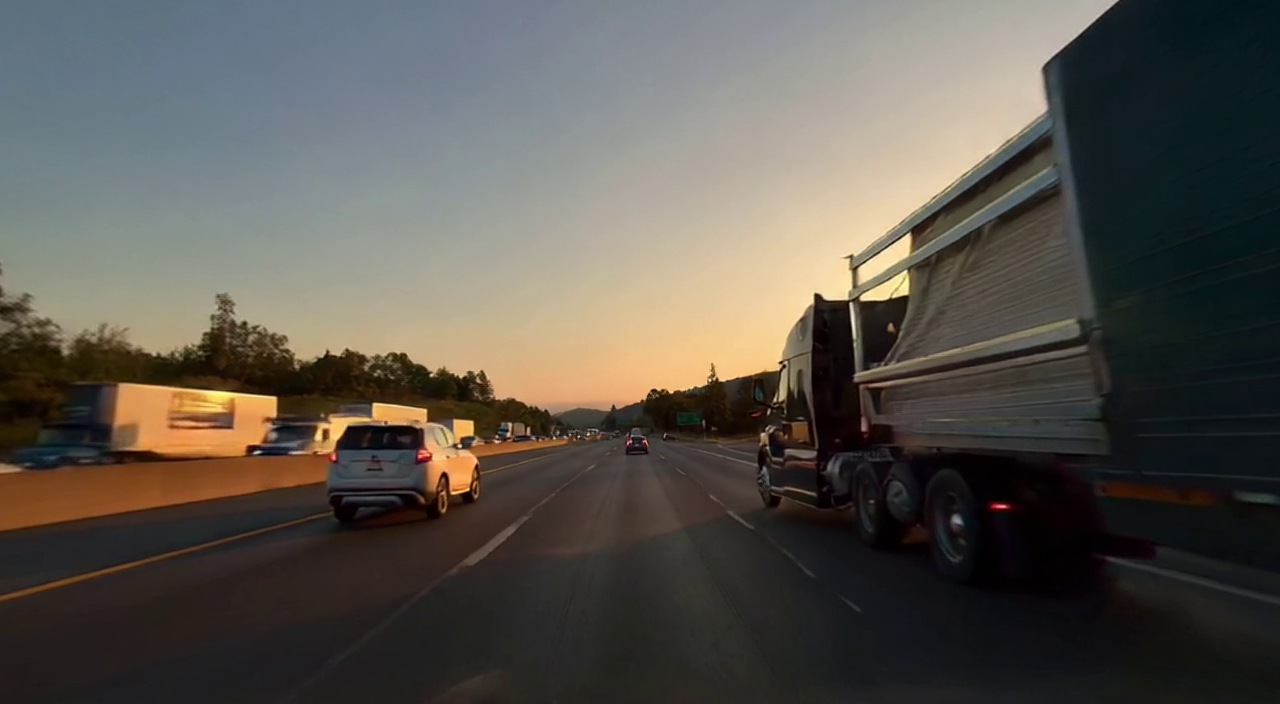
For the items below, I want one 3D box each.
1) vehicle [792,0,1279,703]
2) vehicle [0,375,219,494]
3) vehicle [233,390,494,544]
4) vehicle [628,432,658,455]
[{"bbox_3d":[3.652,-0.598,1.340,2.899,4.264,14.325,1,-8,-1],"label":"vehicle"},{"bbox_3d":[-19.763,3.109,23.817,3.208,3.879,6.222,0,-8,-1],"label":"vehicle"},{"bbox_3d":[-3.994,1.738,10.237,2.115,1.887,4.721,0,-8,0],"label":"vehicle"},{"bbox_3d":[0.190,6.547,45.306,2.051,1.528,4.265,0,-8,-1],"label":"vehicle"}]
